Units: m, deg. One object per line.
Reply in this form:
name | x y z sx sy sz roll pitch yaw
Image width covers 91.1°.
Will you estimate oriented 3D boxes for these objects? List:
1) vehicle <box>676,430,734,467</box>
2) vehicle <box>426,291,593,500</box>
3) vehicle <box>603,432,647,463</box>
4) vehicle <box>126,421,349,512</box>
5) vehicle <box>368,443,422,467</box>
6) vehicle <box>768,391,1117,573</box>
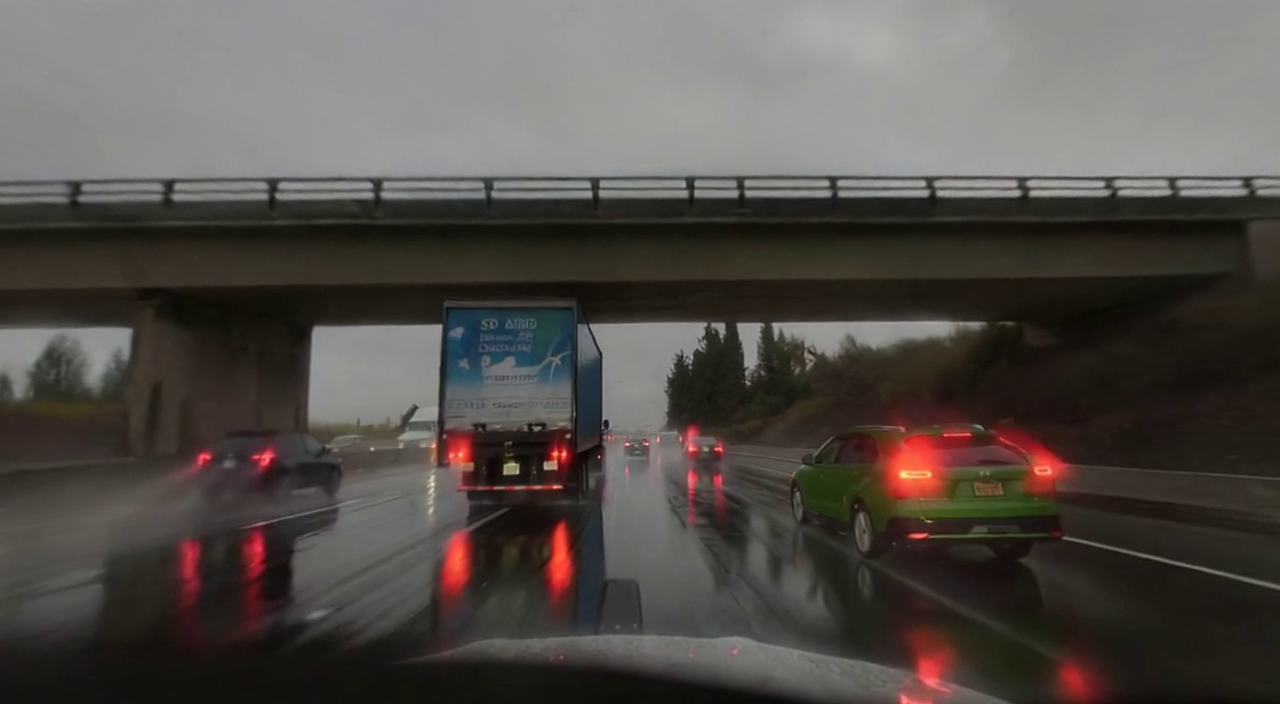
vehicle | 2.846 4.373 28.702 2.003 1.519 4.580 0 -8 -2
vehicle | -2.743 1.425 16.419 2.911 3.787 9.905 1 -8 -5
vehicle | -0.781 5.043 33.515 2.168 1.547 4.618 0 -8 -1
vehicle | -8.489 2.421 13.896 2.048 1.652 4.421 0 -8 -1
vehicle | -16.524 6.935 42.642 1.874 1.491 4.393 0 -8 0
vehicle | 3.220 1.478 7.992 2.118 1.647 4.400 0 -8 -2
